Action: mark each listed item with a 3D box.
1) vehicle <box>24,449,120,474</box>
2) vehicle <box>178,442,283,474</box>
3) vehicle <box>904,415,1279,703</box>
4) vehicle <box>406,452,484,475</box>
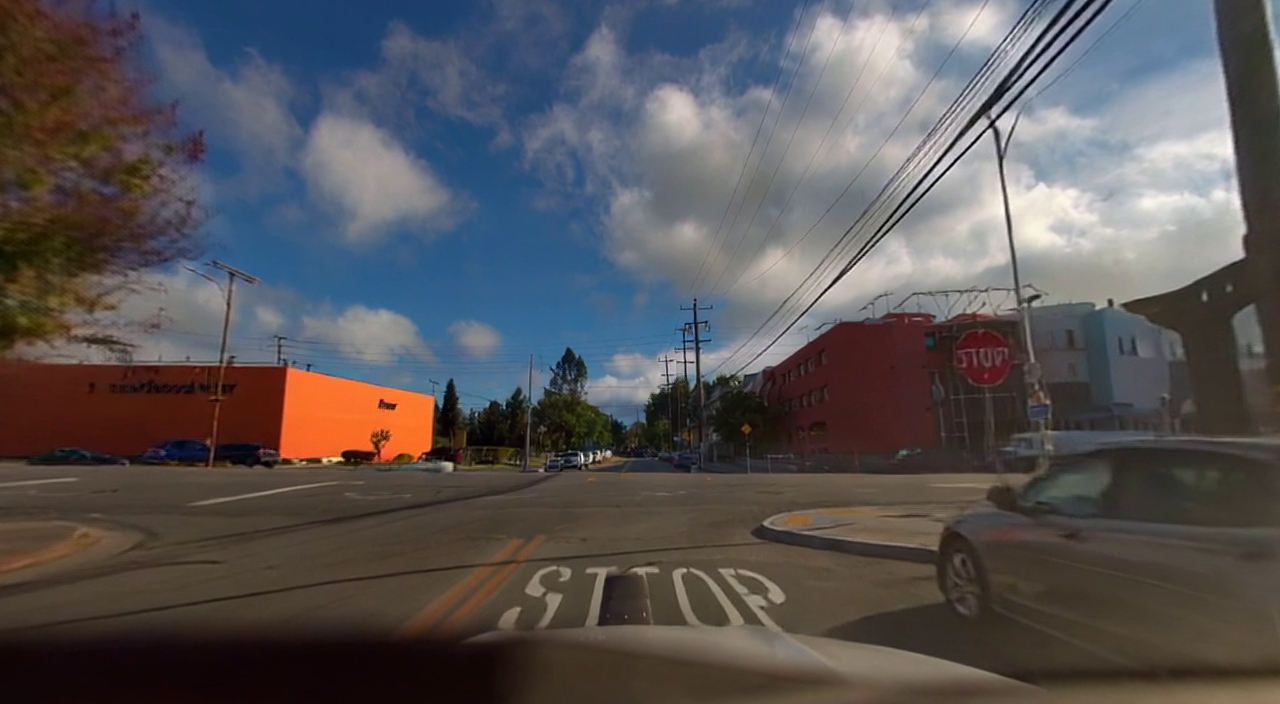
[{"bbox_3d":[-38.633,7.453,42.977,4.440,1.671,2.036,0,-9,-2],"label":"vehicle"},{"bbox_3d":[-23.800,6.178,36.790,4.689,1.803,1.958,0,-9,-2],"label":"vehicle"},{"bbox_3d":[3.623,1.171,3.630,2.041,1.495,4.815,0,-8,-1],"label":"vehicle"},{"bbox_3d":[-13.482,7.721,43.787,4.869,1.517,1.819,0,-9,-2],"label":"vehicle"}]
